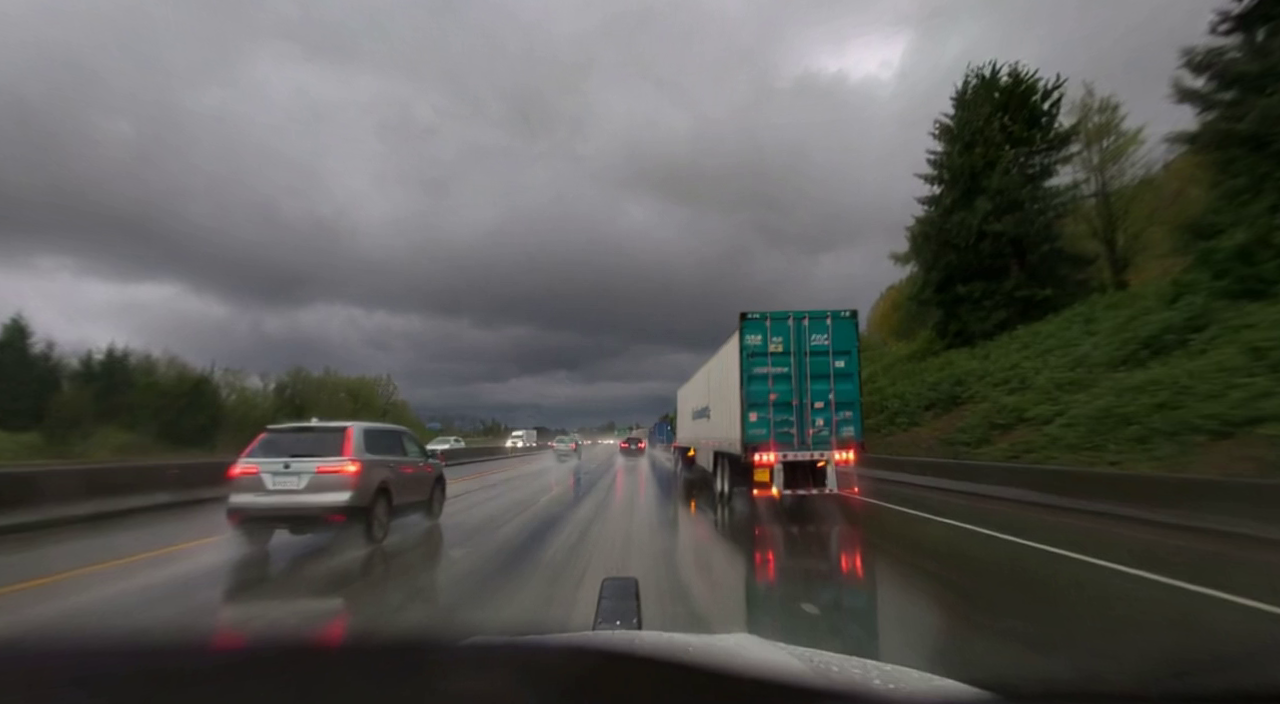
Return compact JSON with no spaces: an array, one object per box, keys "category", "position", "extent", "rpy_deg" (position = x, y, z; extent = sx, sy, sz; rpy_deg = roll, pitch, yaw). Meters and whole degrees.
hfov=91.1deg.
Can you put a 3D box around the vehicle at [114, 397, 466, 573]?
[{"category":"vehicle","position":[-3.967,1.571,8.283],"extent":[2.054,1.671,4.445],"rpy_deg":[0,-8,0]}]

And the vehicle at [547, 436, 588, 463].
[{"category":"vehicle","position":[-4.379,5.959,38.669],"extent":[2.021,1.514,4.190],"rpy_deg":[0,-8,0]}]

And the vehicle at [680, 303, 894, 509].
[{"category":"vehicle","position":[3.332,1.996,19.615],"extent":[2.959,4.058,14.485],"rpy_deg":[0,-8,-1]}]

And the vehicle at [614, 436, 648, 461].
[{"category":"vehicle","position":[-0.590,6.290,41.216],"extent":[2.088,1.567,4.240],"rpy_deg":[0,-8,-1]}]
